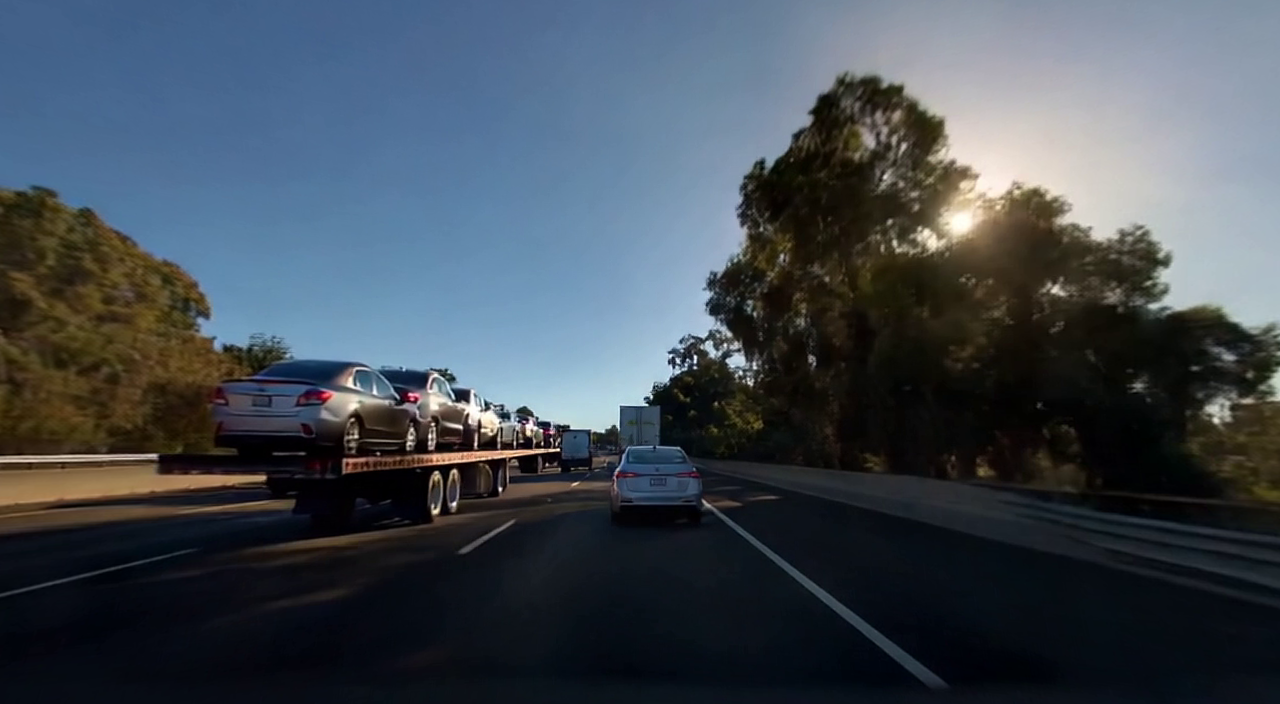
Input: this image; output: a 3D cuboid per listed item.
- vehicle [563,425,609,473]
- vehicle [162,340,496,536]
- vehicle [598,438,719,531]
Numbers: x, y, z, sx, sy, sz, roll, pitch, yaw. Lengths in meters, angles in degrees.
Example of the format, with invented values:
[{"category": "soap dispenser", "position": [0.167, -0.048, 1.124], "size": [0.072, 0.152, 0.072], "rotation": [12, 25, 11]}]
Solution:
[{"category": "vehicle", "position": [-3.266, 6.071, 39.431], "size": [2.289, 2.710, 6.726], "rotation": [0, -9, 0]}, {"category": "vehicle", "position": [-3.002, 1.012, 7.286], "size": [2.031, 1.594, 4.103], "rotation": [1, -9, -5]}, {"category": "vehicle", "position": [0.267, 2.446, 12.163], "size": [1.991, 1.507, 3.391], "rotation": [0, -9, -1]}]
